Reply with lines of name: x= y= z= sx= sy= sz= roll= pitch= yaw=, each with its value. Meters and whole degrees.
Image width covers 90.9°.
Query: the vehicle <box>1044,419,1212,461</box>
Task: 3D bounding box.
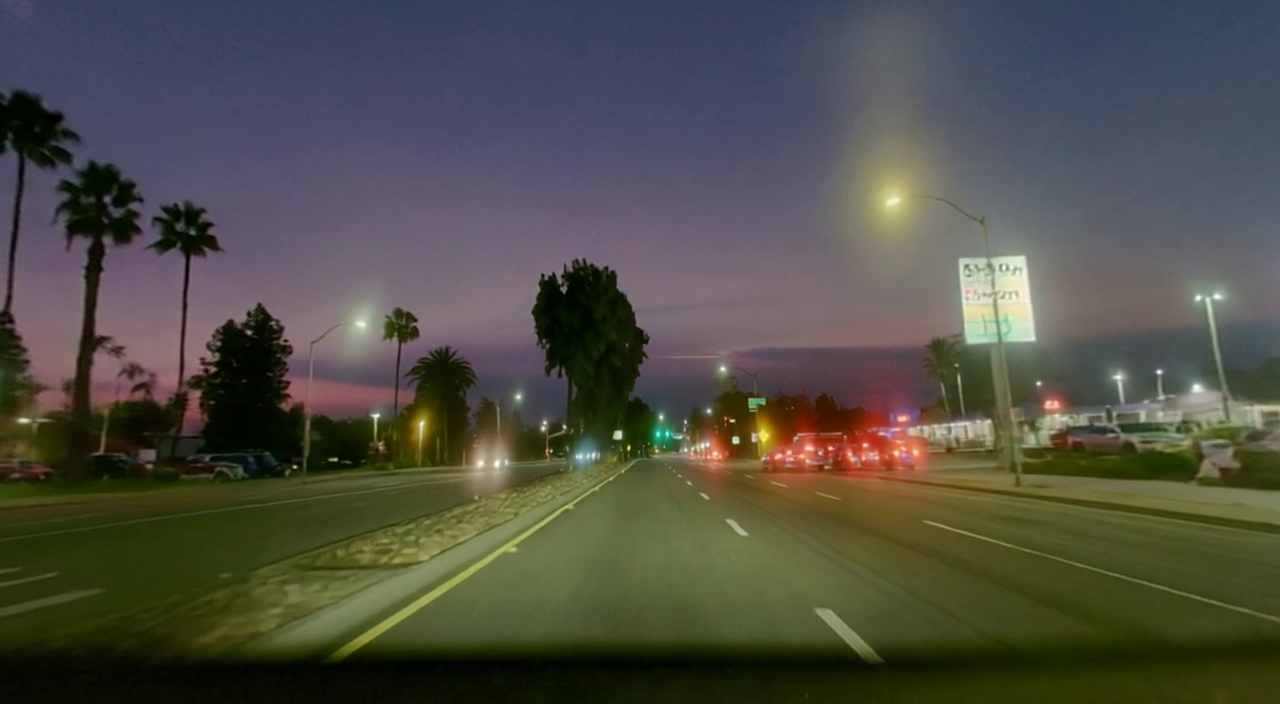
vehicle: x=18.559 y=3.391 z=24.177 sx=4.691 sy=1.545 sz=1.900 roll=-1 pitch=-8 yaw=4
